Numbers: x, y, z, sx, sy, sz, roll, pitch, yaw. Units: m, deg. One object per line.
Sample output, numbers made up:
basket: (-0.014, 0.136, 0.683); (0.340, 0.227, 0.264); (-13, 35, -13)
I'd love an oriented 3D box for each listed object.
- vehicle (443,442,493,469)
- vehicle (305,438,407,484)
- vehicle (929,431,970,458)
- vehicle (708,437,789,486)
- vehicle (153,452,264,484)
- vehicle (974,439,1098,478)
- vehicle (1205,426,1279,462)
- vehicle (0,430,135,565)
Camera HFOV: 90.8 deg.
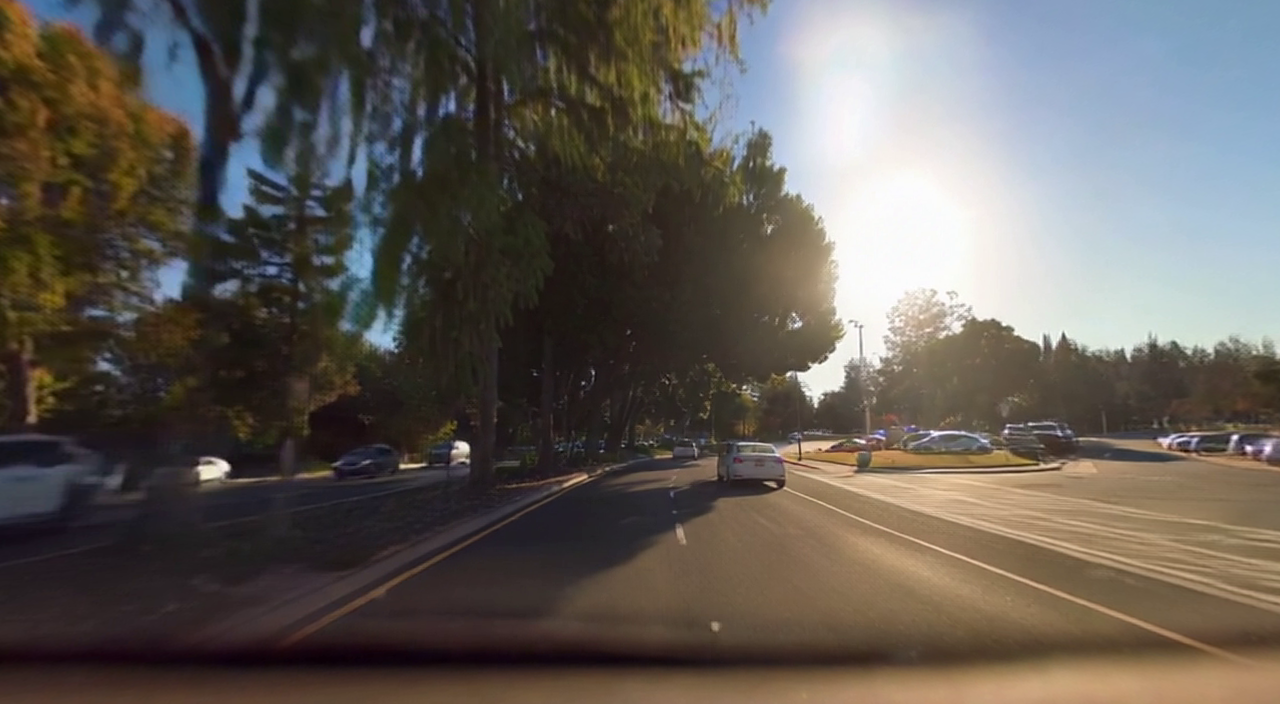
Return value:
vehicle: (-11.591, 6.982, 42.856); (1.778, 1.647, 4.072); (-2, -8, 9)
vehicle: (-11.747, 4.524, 26.524); (1.951, 1.731, 4.440); (-1, -9, 4)
vehicle: (22.567, 6.779, 46.165); (2.406, 1.847, 5.320); (-4, -9, 25)
vehicle: (3.641, 3.767, 22.100); (2.132, 1.497, 4.827); (-1, -8, 2)
vehicle: (-22.016, 5.920, 32.328); (4.389, 1.518, 1.930); (-1, -9, 6)
vehicle: (17.885, 4.855, 28.794); (4.512, 1.561, 1.846); (-7, -11, 29)
vehicle: (31.411, 4.551, 31.244); (4.622, 1.719, 1.950); (-4, -9, 25)
vehicle: (-9.119, 1.824, 7.832); (2.045, 1.689, 4.545); (0, -8, -2)
